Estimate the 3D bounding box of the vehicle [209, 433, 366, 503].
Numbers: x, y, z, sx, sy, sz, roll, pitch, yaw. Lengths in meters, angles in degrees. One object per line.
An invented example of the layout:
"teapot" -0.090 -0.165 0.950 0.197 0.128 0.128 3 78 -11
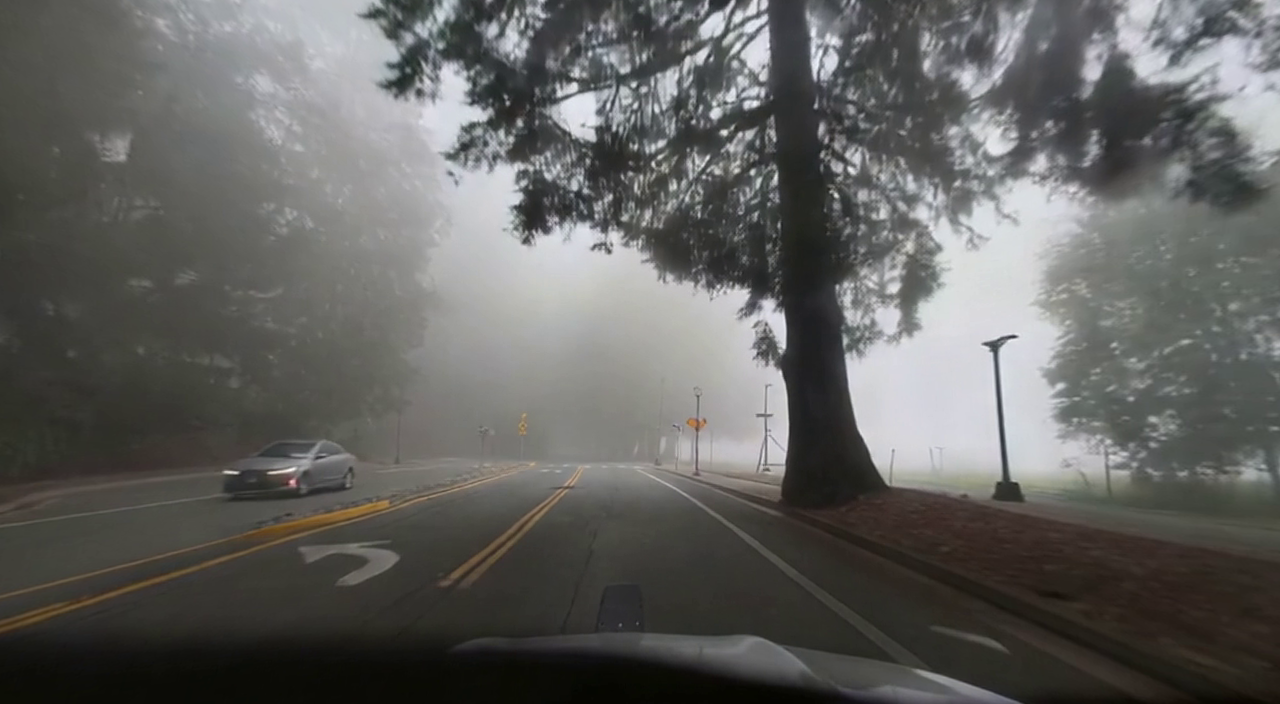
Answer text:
"vehicle" -9.021 2.979 16.649 2.008 1.565 4.182 0 -9 -5
